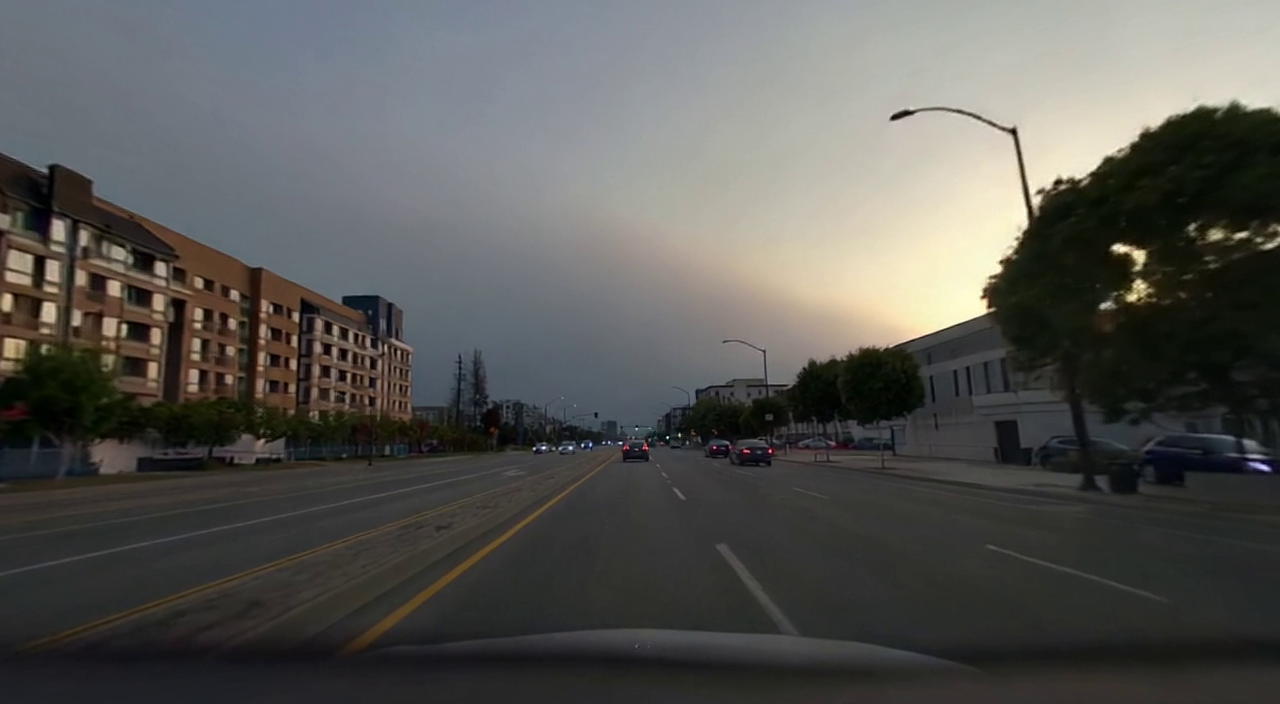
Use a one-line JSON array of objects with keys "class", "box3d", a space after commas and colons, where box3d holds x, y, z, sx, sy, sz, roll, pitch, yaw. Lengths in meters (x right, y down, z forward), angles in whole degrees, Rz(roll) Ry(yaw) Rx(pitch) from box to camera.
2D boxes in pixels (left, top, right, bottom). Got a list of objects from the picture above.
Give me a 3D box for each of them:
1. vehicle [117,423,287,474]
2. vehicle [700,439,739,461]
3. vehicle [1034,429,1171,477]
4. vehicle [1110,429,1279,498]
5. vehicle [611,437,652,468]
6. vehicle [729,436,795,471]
[{"class": "vehicle", "box3d": [-33.301, 7.389, 48.936, 4.125, 3.409, 11.667, -1, -8, 5]}, {"class": "vehicle", "box3d": [5.665, 7.066, 45.424, 2.154, 1.554, 4.149, 0, -9, -2]}, {"class": "vehicle", "box3d": [20.489, 4.519, 28.247, 2.286, 1.948, 4.949, 0, -9, -1]}, {"class": "vehicle", "box3d": [15.006, 2.811, 16.330, 2.025, 1.523, 4.581, 0, -8, -1]}, {"class": "vehicle", "box3d": [-0.447, 5.373, 33.828, 2.106, 1.553, 3.964, 0, -9, -1]}, {"class": "vehicle", "box3d": [5.789, 4.903, 30.579, 2.121, 1.557, 4.898, 0, -9, -1]}]
